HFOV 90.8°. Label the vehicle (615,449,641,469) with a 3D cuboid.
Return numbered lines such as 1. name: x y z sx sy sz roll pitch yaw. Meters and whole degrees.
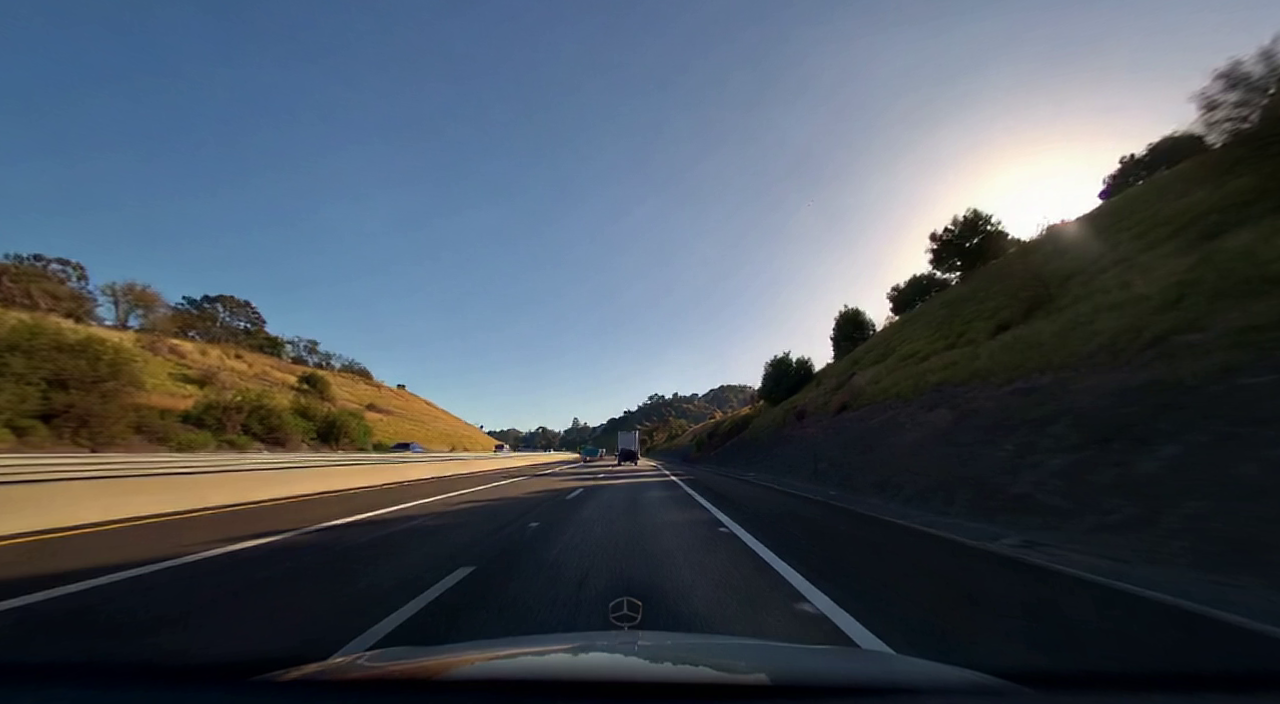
1. vehicle: -0.908 8.325 49.202 1.891 1.456 3.806 0 -9 0
